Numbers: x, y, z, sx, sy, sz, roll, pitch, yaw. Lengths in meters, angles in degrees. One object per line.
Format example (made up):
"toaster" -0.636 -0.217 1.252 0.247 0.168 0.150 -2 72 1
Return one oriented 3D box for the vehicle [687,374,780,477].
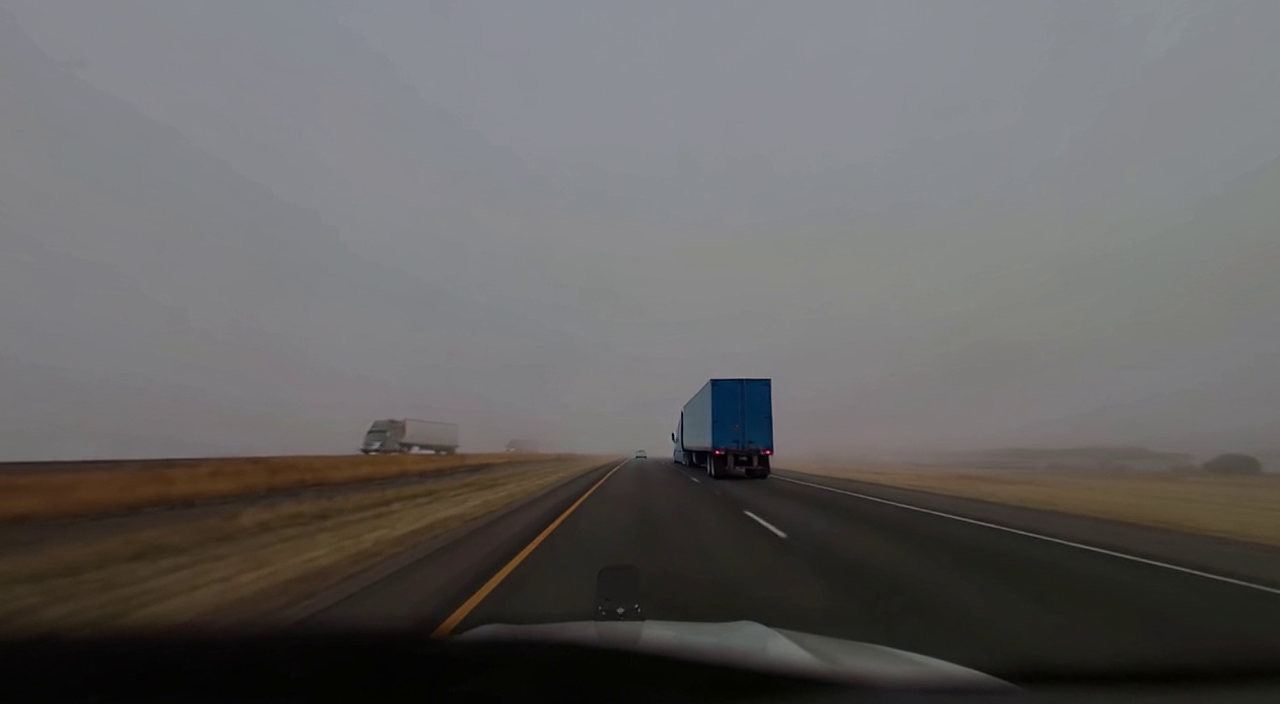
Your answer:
"vehicle" 4.268 3.953 32.124 2.818 4.206 12.987 0 -9 0
